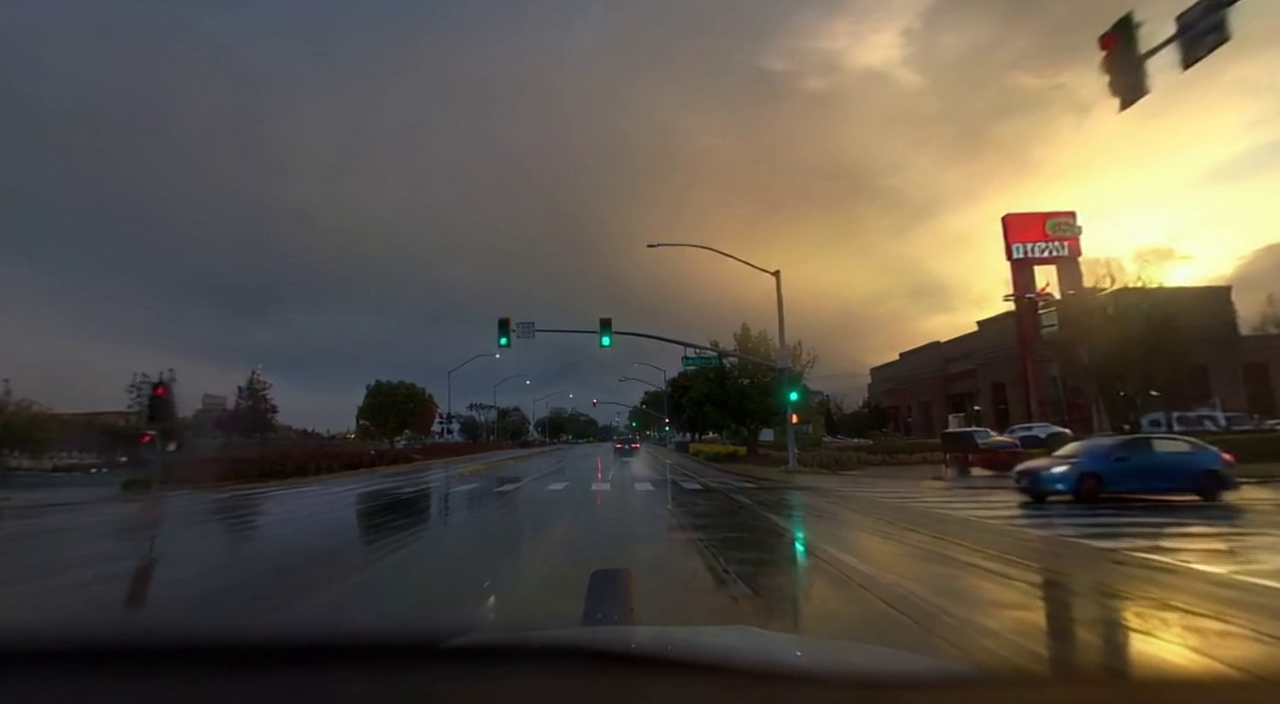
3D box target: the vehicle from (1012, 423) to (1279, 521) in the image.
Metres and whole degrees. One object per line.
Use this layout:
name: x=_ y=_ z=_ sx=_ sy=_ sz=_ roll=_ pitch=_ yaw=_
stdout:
vehicle: x=9.490 y=2.037 z=10.982 sx=4.794 sy=1.511 sz=1.992 roll=0 pitch=-9 yaw=-3

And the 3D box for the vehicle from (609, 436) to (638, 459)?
vehicle: x=-1.223 y=7.140 z=47.392 sx=2.024 sy=1.628 sz=4.774 roll=0 pitch=-9 yaw=-1
